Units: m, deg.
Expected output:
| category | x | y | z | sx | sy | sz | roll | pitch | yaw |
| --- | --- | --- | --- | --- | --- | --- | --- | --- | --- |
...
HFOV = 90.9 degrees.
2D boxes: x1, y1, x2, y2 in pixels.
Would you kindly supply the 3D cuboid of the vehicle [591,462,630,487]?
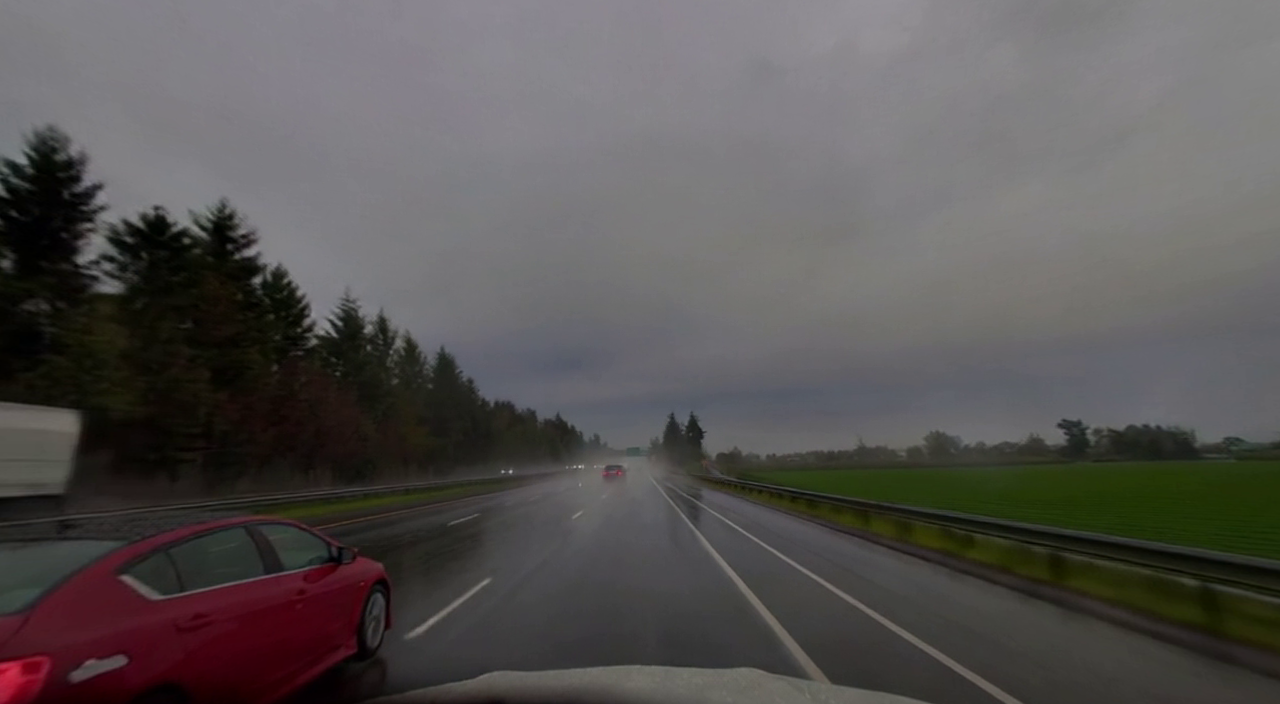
| category | x | y | z | sx | sy | sz | roll | pitch | yaw |
| --- | --- | --- | --- | --- | --- | --- | --- | --- | --- |
| vehicle | -1.768 | 7.693 | 39.730 | 2.183 | 1.435 | 4.653 | 0 | -10 | 0 |
